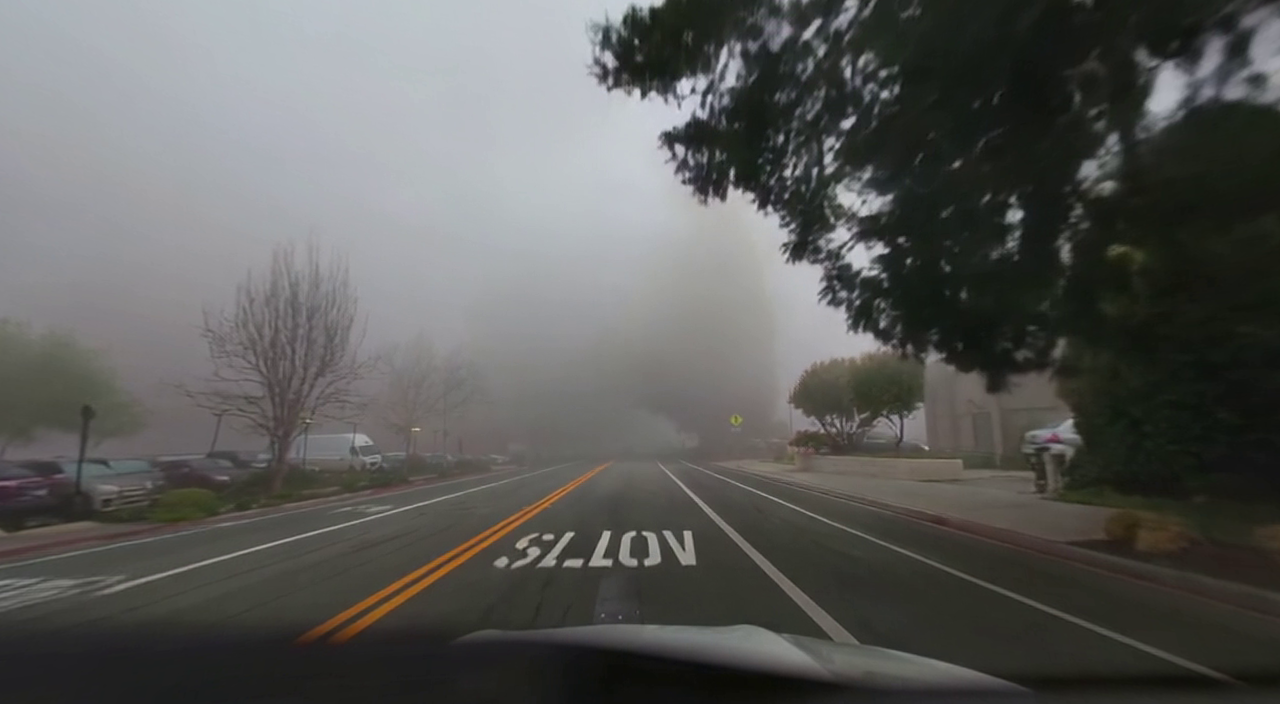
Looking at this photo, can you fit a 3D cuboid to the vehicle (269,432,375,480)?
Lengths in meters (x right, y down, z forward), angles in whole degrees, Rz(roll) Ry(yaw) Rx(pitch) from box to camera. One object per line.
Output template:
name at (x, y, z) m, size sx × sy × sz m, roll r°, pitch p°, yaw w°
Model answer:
vehicle at (-19.429, 6.353, 38.613) m, size 5.971 × 2.749 × 2.293 m, roll -4°, pitch -9°, yaw 22°
